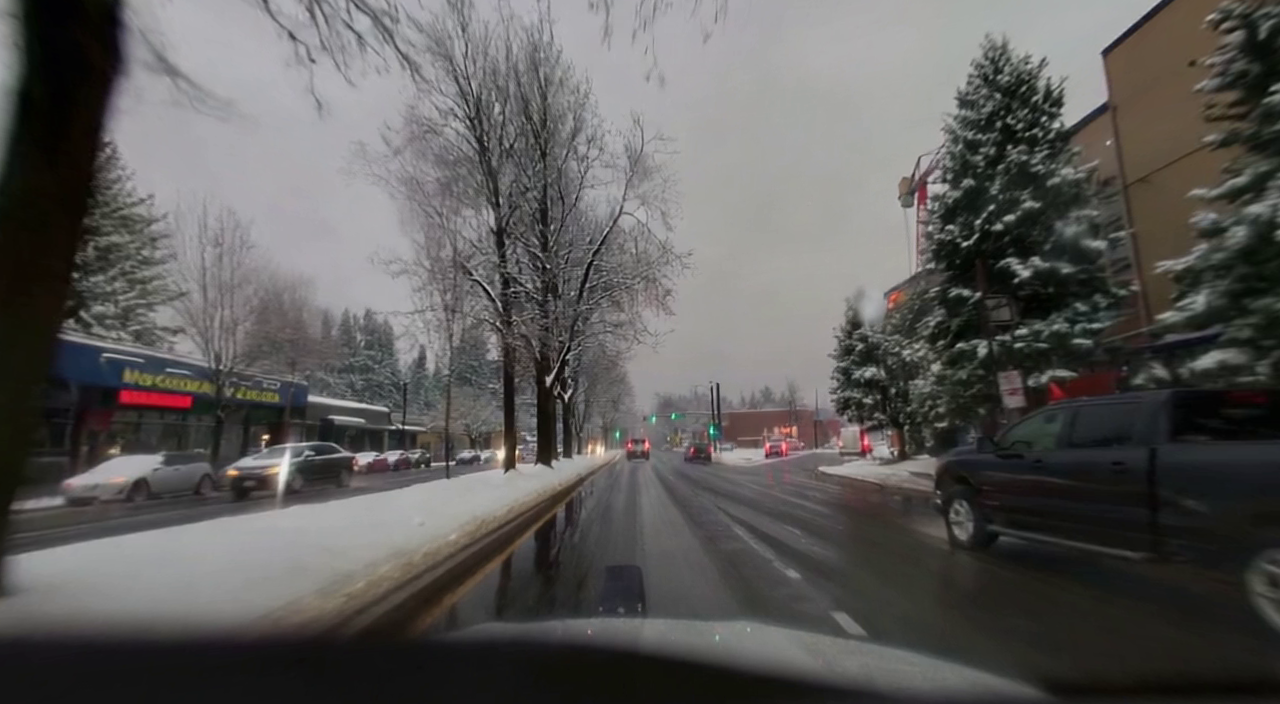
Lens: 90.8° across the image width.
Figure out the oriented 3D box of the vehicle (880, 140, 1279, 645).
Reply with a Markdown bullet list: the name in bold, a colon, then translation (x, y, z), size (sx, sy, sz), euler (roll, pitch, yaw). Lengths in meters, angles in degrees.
- **vehicle**: translation (5.657, 0.301, 4.409), size (3.052, 3.242, 10.672), euler (0, -9, -4)

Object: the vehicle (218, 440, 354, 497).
- **vehicle**: translation (-11.936, 3.916, 21.735), size (1.983, 1.700, 4.695), euler (0, -9, -1)

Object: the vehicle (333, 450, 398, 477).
- **vehicle**: translation (-16.345, 6.639, 37.868), size (1.856, 1.496, 4.686), euler (0, -9, -1)

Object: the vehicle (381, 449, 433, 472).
- **vehicle**: translation (-16.269, 7.577, 44.402), size (1.852, 1.476, 4.704), euler (0, -9, 0)

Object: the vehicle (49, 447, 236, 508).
- **vehicle**: translation (-16.143, 4.030, 20.959), size (2.103, 1.746, 4.992), euler (0, -8, 0)
